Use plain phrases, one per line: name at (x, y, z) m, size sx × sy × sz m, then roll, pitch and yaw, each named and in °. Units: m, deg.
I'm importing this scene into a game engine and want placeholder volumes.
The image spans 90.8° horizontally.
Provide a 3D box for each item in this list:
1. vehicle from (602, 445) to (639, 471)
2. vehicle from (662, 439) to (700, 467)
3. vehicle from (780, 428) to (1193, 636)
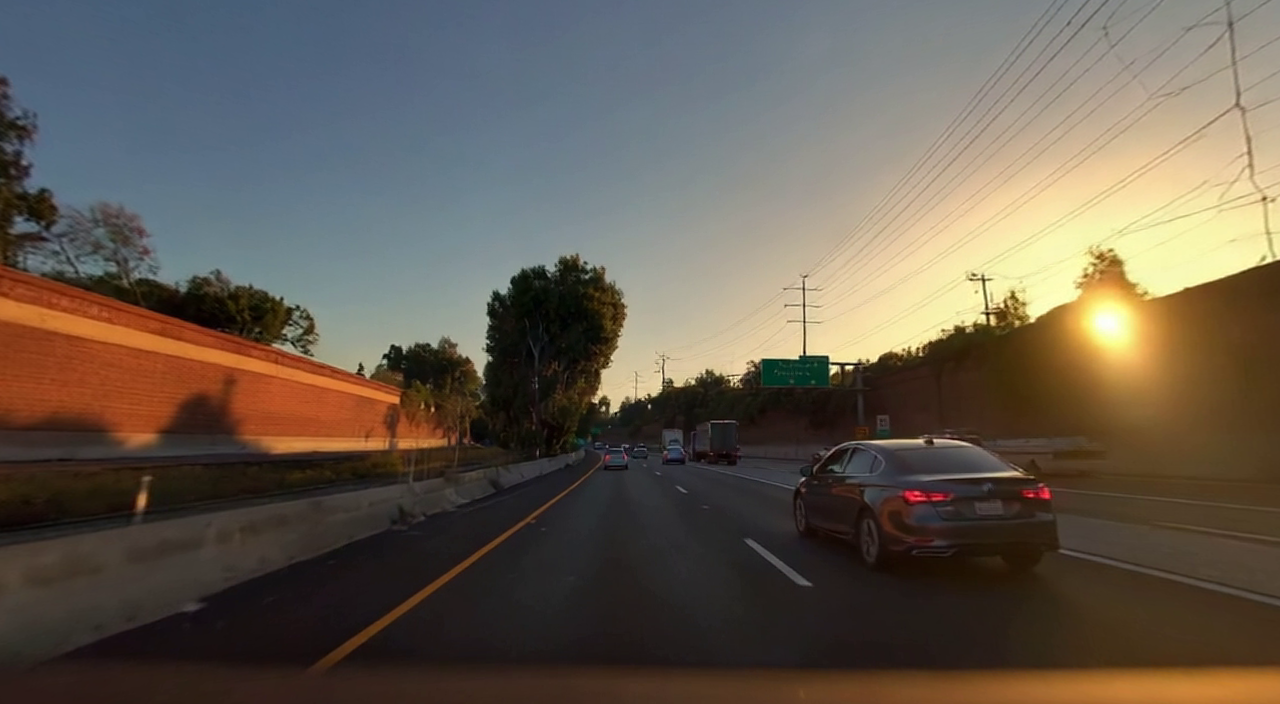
vehicle at (-1.193, 6.271, 37.608) m, size 2.083 × 1.477 × 3.965 m, roll 0°, pitch -9°, yaw -3°
vehicle at (2.752, 6.951, 43.623) m, size 2.114 × 1.849 × 4.692 m, roll 0°, pitch -9°, yaw -3°
vehicle at (2.970, 1.612, 6.689) m, size 1.922 × 1.465 × 4.165 m, roll 0°, pitch -9°, yaw -1°
